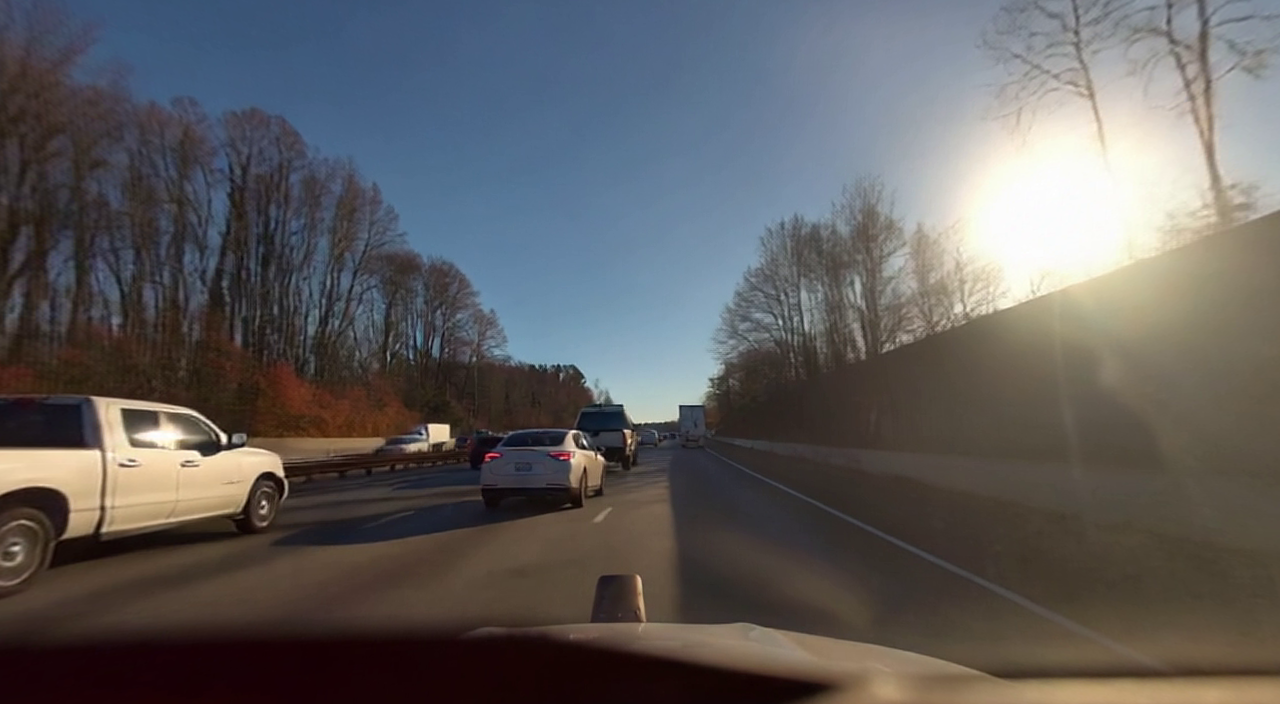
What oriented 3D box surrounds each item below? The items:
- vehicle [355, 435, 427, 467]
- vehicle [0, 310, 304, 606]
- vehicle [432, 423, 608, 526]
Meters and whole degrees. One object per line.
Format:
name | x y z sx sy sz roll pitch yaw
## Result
vehicle | -13.204 5.264 33.631 1.891 1.586 4.248 -1 -8 3
vehicle | -6.462 1.073 6.643 2.386 2.435 5.831 0 -8 2
vehicle | -1.880 2.073 11.348 2.089 1.485 4.153 -1 -8 4
